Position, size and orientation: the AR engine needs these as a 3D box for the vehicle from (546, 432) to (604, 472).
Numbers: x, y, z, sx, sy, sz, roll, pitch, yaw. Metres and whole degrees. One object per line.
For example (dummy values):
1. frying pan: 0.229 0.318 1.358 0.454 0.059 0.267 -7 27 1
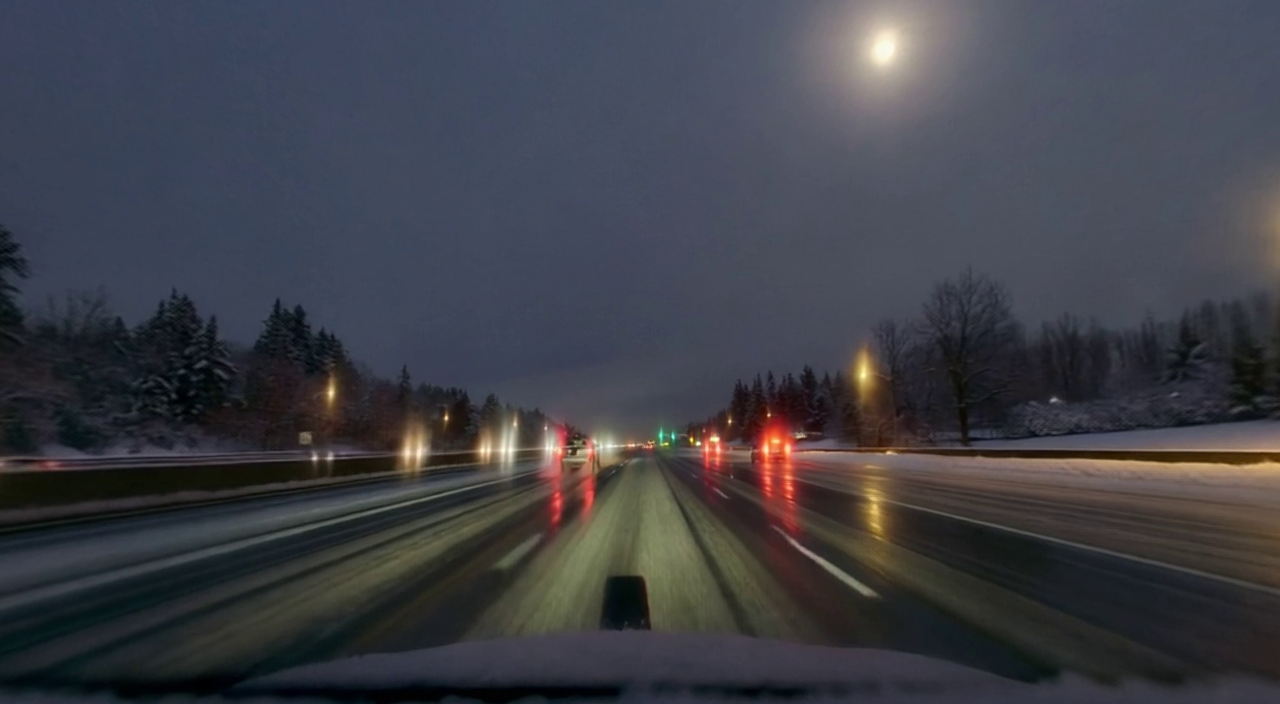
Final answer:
1. vehicle: -3.311 5.269 33.420 2.453 1.952 5.320 0 -8 1

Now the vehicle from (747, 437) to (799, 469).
1. vehicle: 7.711 5.890 36.860 2.063 1.706 4.259 0 -8 0
